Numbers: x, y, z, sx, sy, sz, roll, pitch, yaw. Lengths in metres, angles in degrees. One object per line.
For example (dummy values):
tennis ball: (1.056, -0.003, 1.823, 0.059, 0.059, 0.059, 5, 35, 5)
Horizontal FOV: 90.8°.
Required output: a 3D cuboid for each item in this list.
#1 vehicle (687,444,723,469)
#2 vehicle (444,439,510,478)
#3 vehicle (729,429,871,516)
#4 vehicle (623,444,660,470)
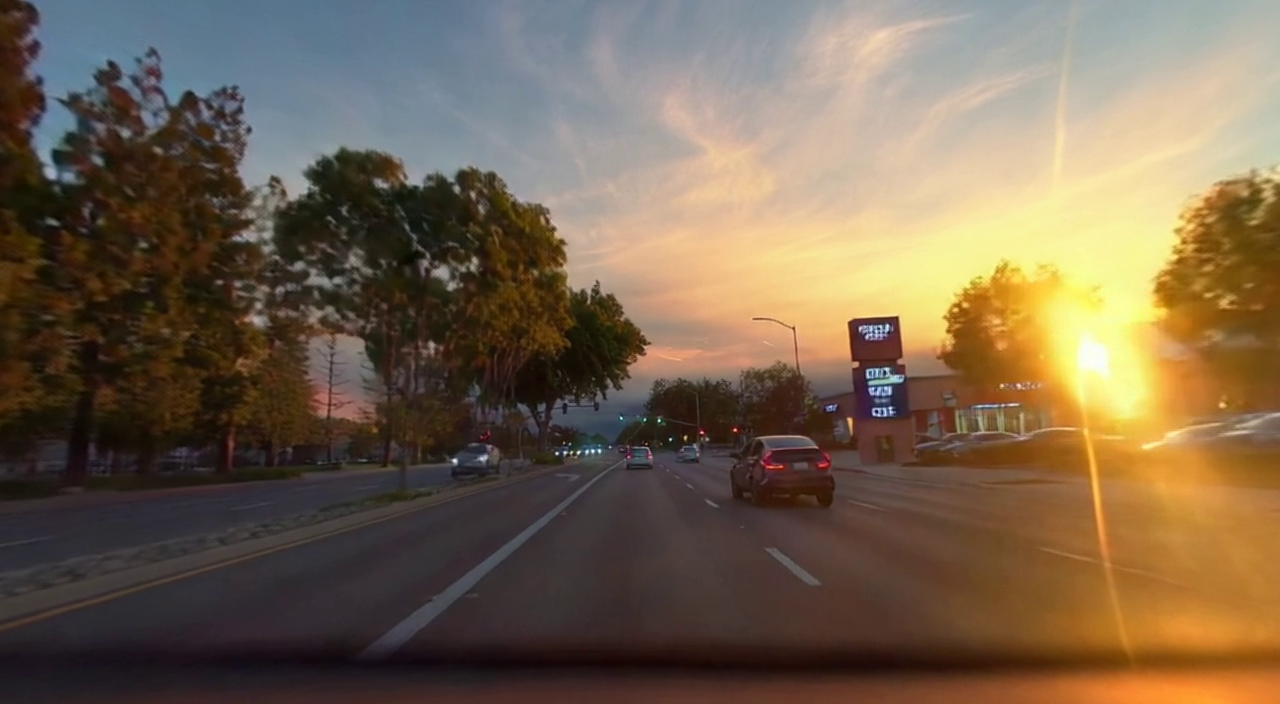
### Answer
vehicle: (4.135, 6.684, 40.673, 1.889, 1.473, 4.303, 0, -8, 0)
vehicle: (-8.455, 5.538, 33.254, 2.142, 1.872, 4.689, 0, -8, 1)
vehicle: (3.377, 2.640, 14.332, 2.022, 1.643, 4.326, 0, -8, -1)
vehicle: (0.082, 6.387, 38.722, 2.135, 1.468, 4.076, 0, -8, 0)
